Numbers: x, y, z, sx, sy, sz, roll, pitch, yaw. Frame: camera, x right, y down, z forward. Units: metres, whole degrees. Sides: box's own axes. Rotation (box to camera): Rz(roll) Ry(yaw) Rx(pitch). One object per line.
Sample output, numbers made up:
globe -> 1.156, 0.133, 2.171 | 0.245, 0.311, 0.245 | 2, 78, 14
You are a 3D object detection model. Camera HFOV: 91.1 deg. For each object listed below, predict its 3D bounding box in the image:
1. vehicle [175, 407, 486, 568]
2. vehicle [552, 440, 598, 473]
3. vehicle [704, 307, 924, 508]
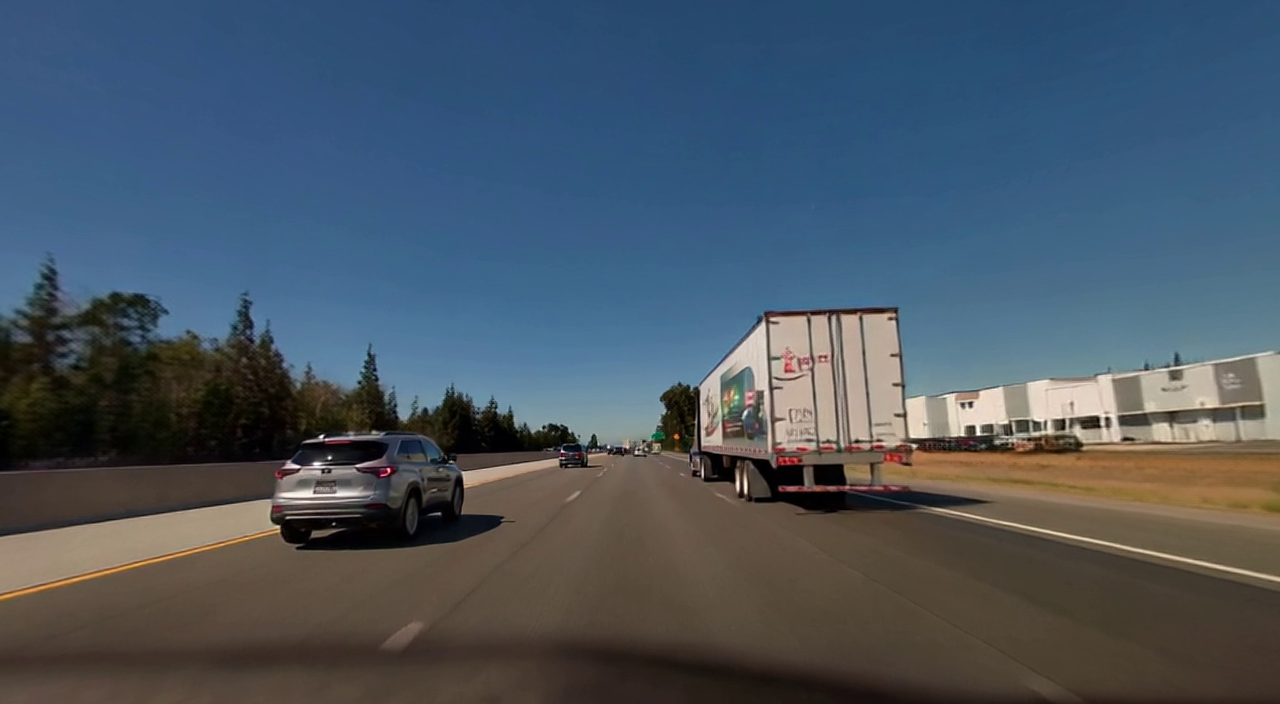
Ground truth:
vehicle -> -3.992, 1.854, 9.320 | 2.202, 1.760, 4.617 | 0, -9, 1
vehicle -> -3.620, 5.906, 35.748 | 2.139, 1.716, 4.530 | 0, -9, 0
vehicle -> 4.325, 2.185, 20.162 | 2.998, 4.236, 13.886 | 0, -9, 0
